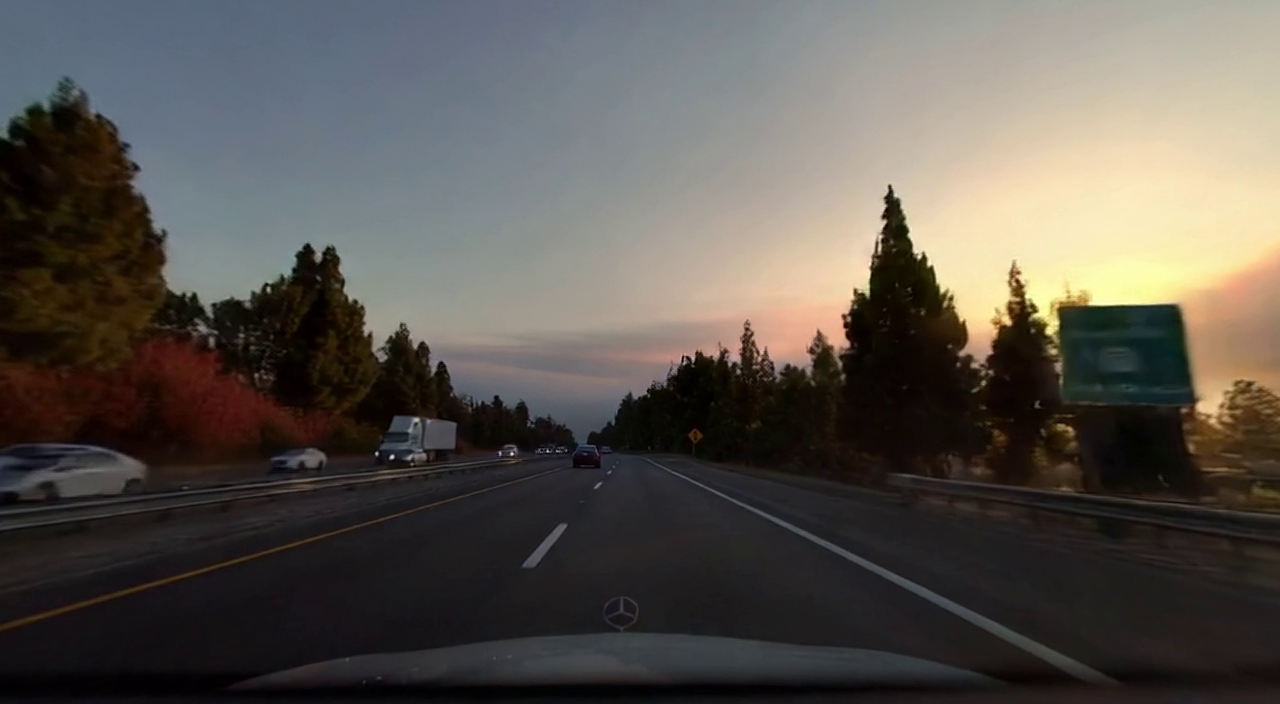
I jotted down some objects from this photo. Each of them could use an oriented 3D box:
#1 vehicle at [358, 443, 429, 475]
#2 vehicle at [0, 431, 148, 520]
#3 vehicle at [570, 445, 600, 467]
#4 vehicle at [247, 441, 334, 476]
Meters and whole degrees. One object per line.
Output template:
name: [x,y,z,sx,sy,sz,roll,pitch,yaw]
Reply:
vehicle: [-12.522,5.439,32.112,1.898,1.498,4.375,0,-9,-1]
vehicle: [-11.597,2.218,11.428,1.887,1.473,4.124,0,-9,0]
vehicle: [-4.303,8.219,49.657,2.098,1.692,4.038,0,-9,0]
vehicle: [-17.373,5.307,31.424,1.908,1.563,4.329,0,-9,-1]
